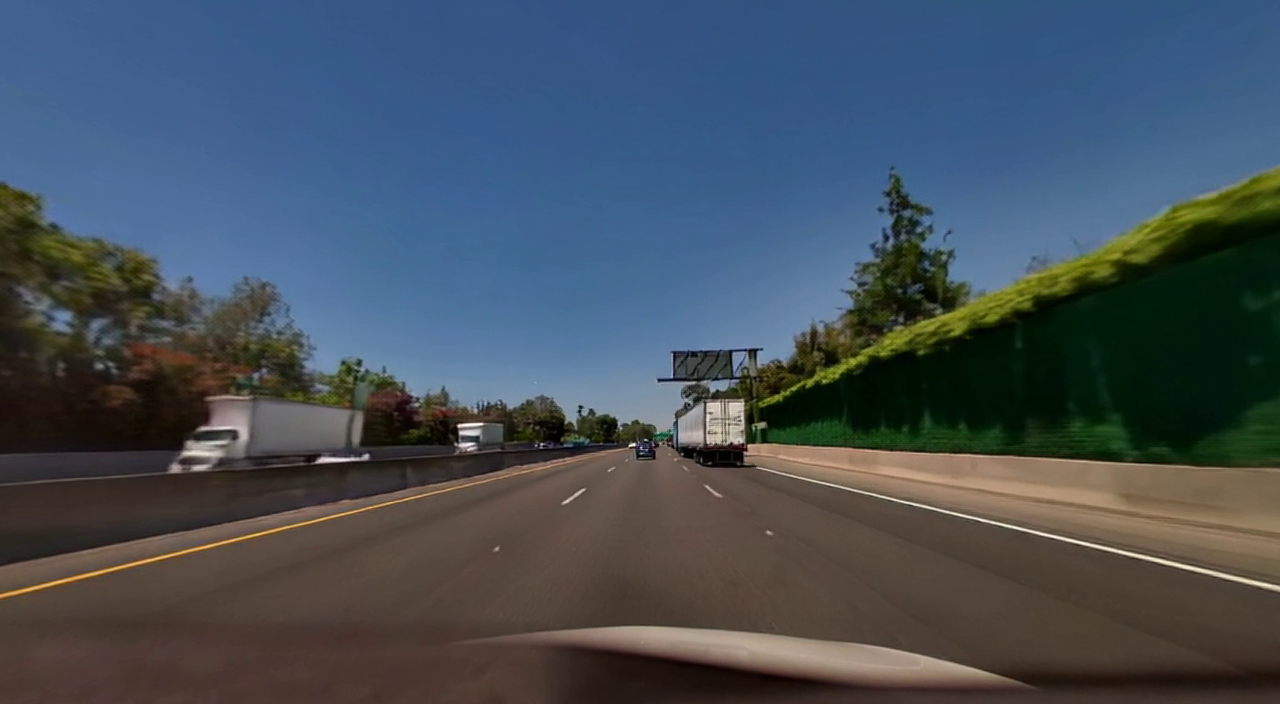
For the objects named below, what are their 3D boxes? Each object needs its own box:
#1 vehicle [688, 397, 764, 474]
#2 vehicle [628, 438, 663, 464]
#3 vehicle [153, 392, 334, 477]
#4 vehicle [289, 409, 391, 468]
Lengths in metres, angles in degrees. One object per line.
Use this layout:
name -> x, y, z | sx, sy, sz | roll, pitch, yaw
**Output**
vehicle -> 4.074, 4.251, 31.749 | 2.742, 3.383, 8.285 | 0, -8, 1
vehicle -> 0.385, 7.019, 44.889 | 2.389, 1.760, 4.473 | 0, -8, 1
vehicle -> -20.762, 4.520, 34.135 | 2.934, 3.887, 10.188 | 0, -8, 1
vehicle -> -20.575, 6.029, 43.861 | 2.810, 3.700, 8.248 | 0, -8, 1
